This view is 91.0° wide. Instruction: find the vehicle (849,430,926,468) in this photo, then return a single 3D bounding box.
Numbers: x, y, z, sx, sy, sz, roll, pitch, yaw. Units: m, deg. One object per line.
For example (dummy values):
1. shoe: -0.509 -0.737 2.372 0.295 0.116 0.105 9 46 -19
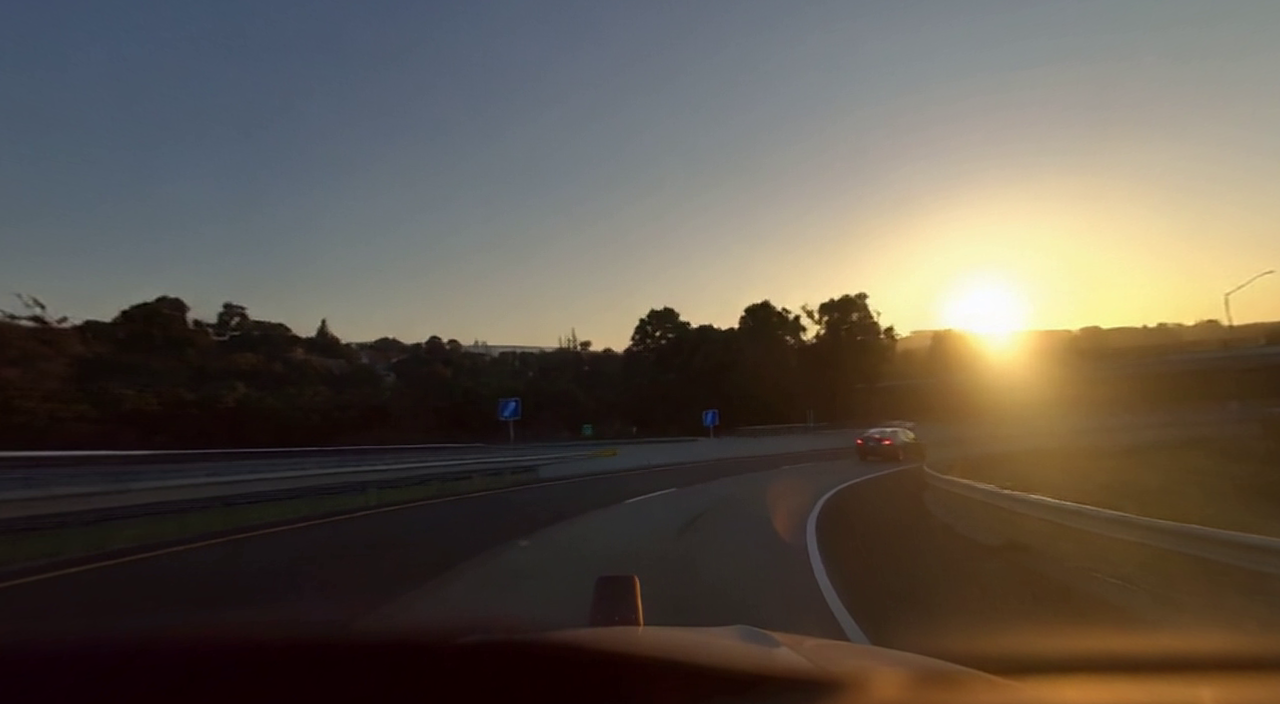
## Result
1. vehicle: 11.231 4.333 28.420 2.028 1.440 3.970 -3 -8 41
